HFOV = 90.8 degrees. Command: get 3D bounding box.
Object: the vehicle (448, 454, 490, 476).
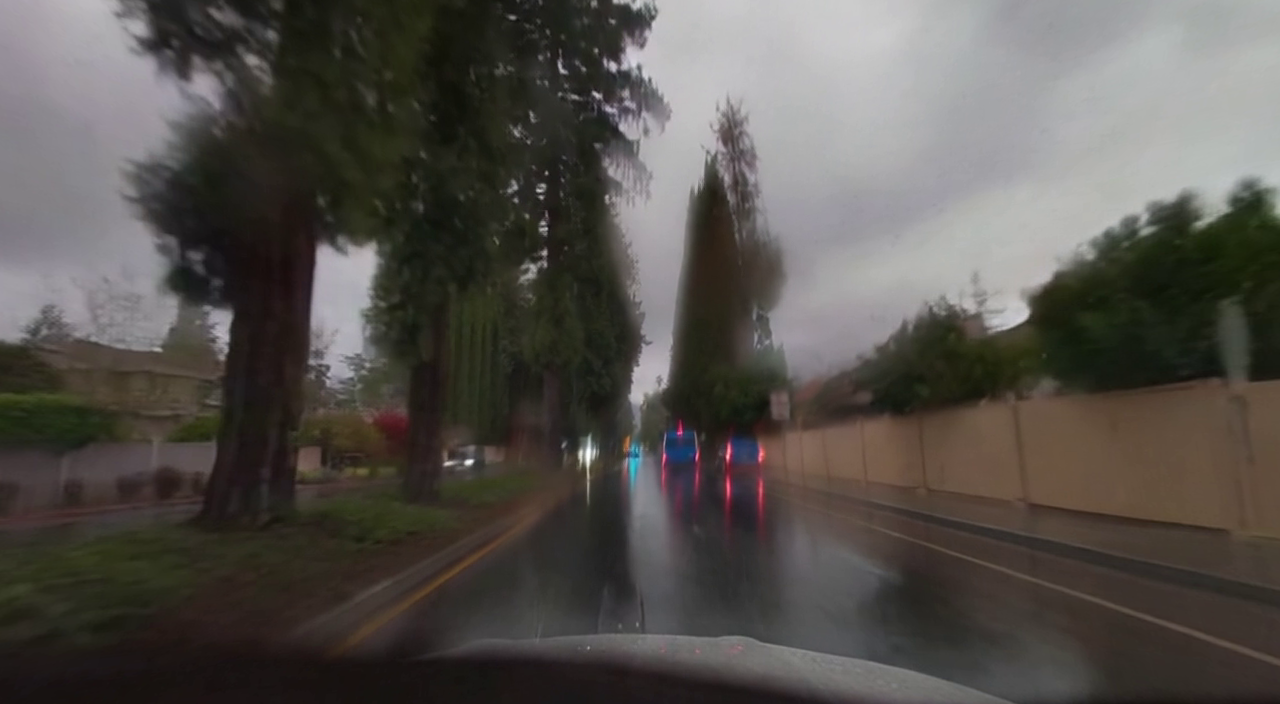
[{"bbox_3d":[-13.021,8.616,48.432,1.908,1.477,4.750,0,-8,1],"label":"vehicle"}]
